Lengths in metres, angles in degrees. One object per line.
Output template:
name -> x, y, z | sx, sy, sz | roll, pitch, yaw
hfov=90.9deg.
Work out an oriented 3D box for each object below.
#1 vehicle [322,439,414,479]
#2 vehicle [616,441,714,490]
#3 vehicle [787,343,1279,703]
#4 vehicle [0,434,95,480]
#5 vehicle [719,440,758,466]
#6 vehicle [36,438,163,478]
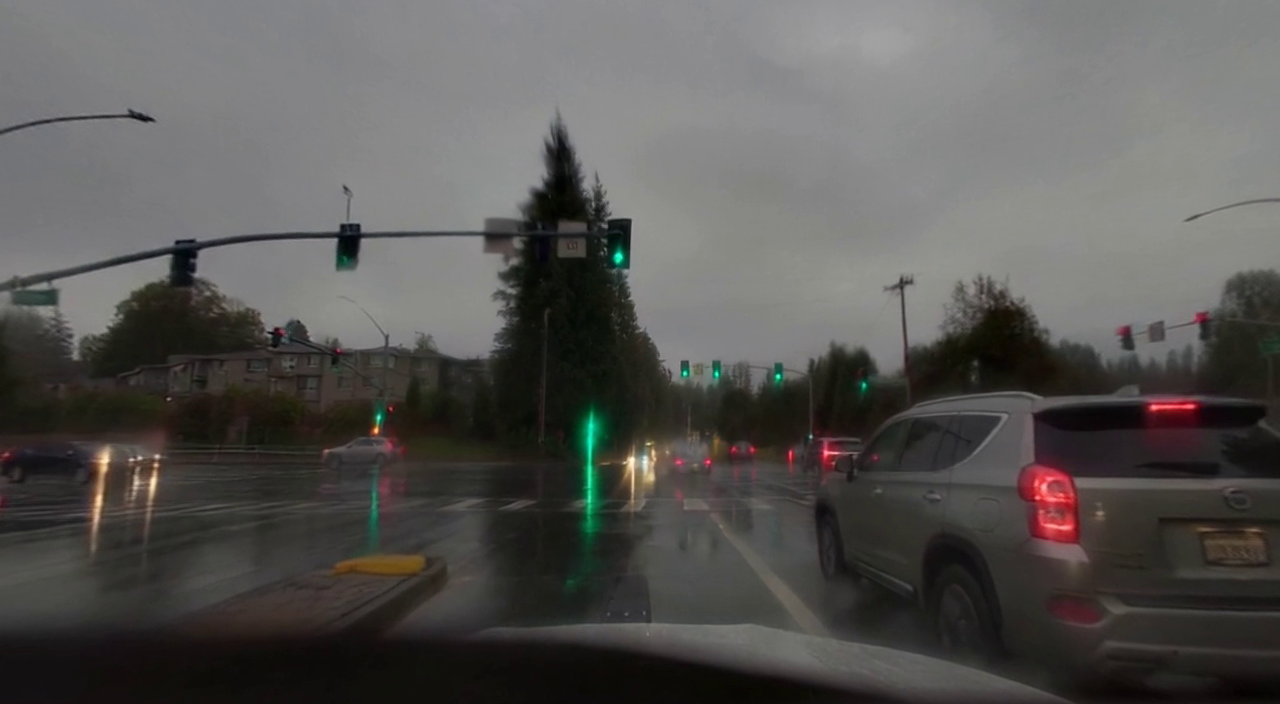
vehicle -> -12.445, 4.855, 28.787 | 4.020, 1.705, 2.099 | -7, -11, 38
vehicle -> 0.724, 3.856, 21.685 | 2.009, 1.480, 4.423 | 3, -9, -17
vehicle -> 2.725, 1.183, 4.658 | 2.115, 1.737, 4.642 | 0, -9, 0
vehicle -> -27.708, 4.630, 28.133 | 4.689, 1.734, 2.034 | 4, -8, -1
vehicle -> 7.353, 7.626, 47.522 | 2.105, 1.830, 4.610 | 0, -9, -1
vehicle -> -26.688, 5.202, 31.236 | 4.365, 1.629, 2.004 | 4, -8, 1
